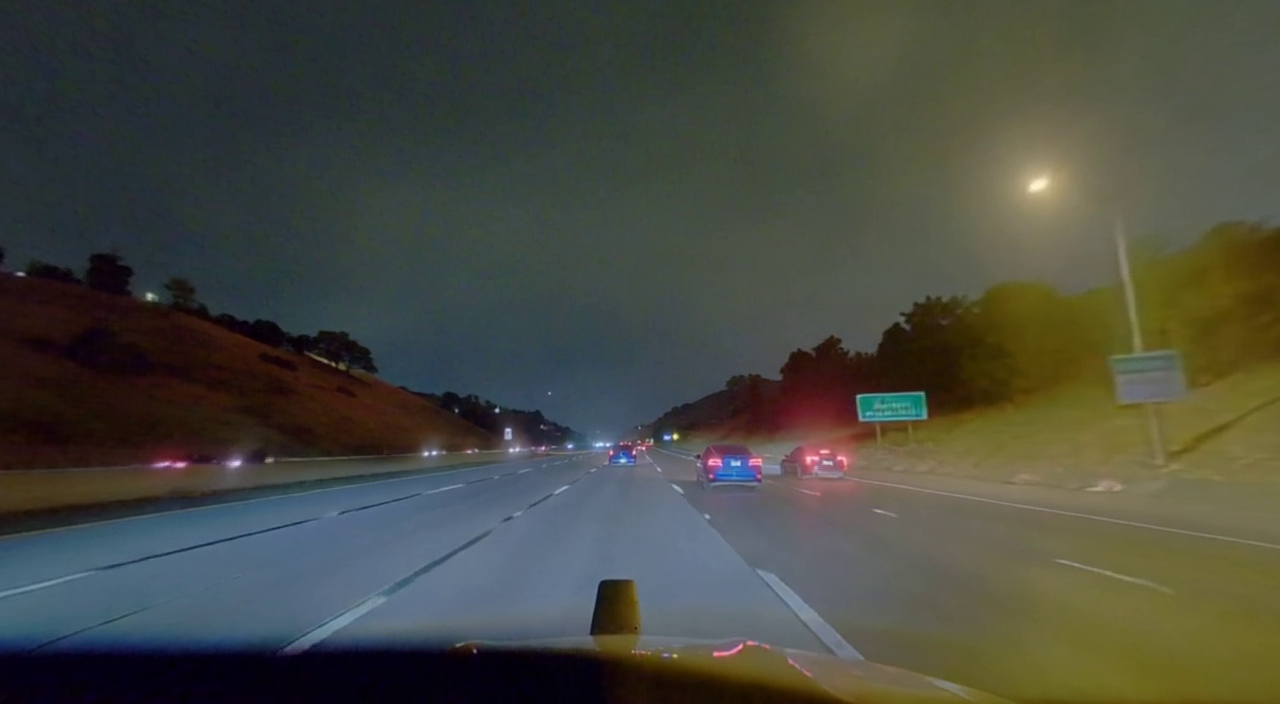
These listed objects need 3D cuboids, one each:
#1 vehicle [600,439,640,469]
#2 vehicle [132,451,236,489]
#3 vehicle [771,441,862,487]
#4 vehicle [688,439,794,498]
[{"bbox_3d":[-1.129,6.021,37.386,2.277,1.675,4.023,0,-8,0],"label":"vehicle"},{"bbox_3d":[-26.380,6.801,36.806,2.390,1.856,4.803,1,-8,0],"label":"vehicle"},{"bbox_3d":[6.089,3.886,22.357,1.845,1.452,4.352,0,-8,-2],"label":"vehicle"},{"bbox_3d":[2.769,3.328,18.572,2.120,1.492,4.734,0,-8,-2],"label":"vehicle"}]
